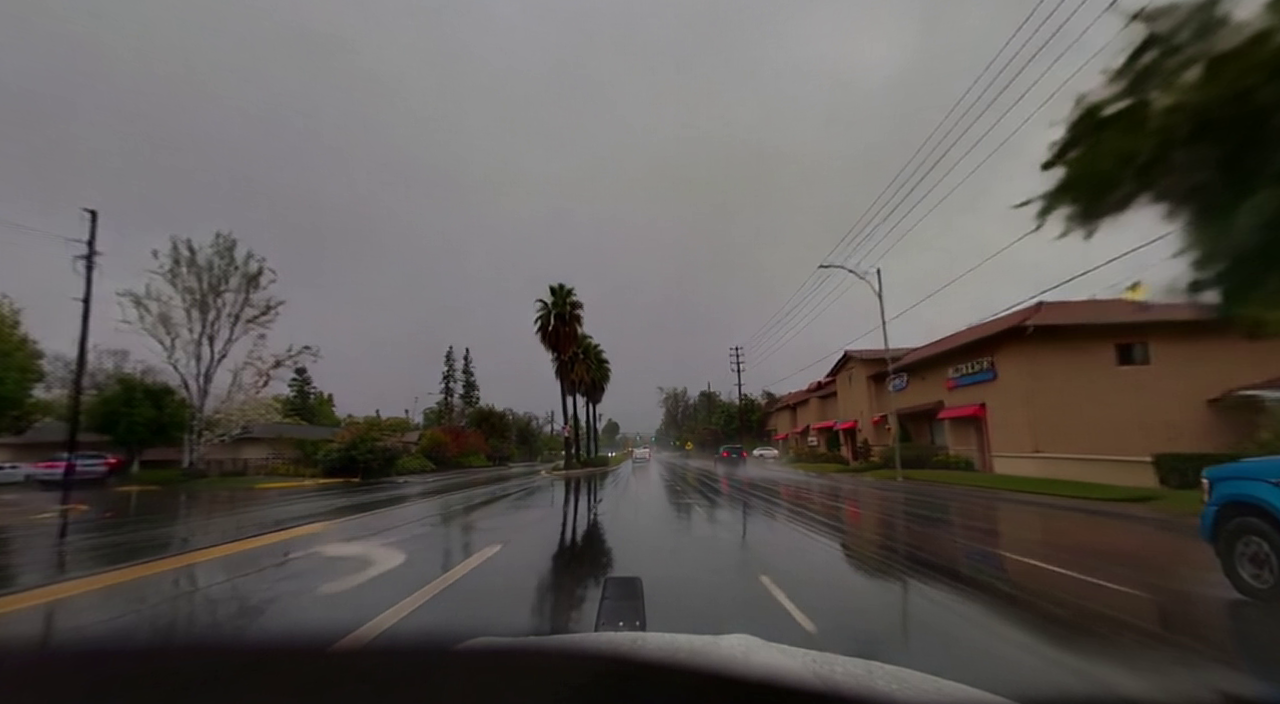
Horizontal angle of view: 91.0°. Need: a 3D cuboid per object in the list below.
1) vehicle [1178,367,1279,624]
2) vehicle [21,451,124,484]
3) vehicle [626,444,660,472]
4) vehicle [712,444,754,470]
[{"bbox_3d":[5.893,0.841,3.241,2.355,1.889,4.392,0,-9,2],"label":"vehicle"},{"bbox_3d":[-34.793,7.045,38.781,1.888,1.754,4.488,-5,-9,7],"label":"vehicle"},{"bbox_3d":[0.219,7.018,41.818,2.138,1.702,4.168,0,-9,0],"label":"vehicle"},{"bbox_3d":[6.507,7.396,44.419,2.252,1.718,4.617,0,-9,0],"label":"vehicle"}]
